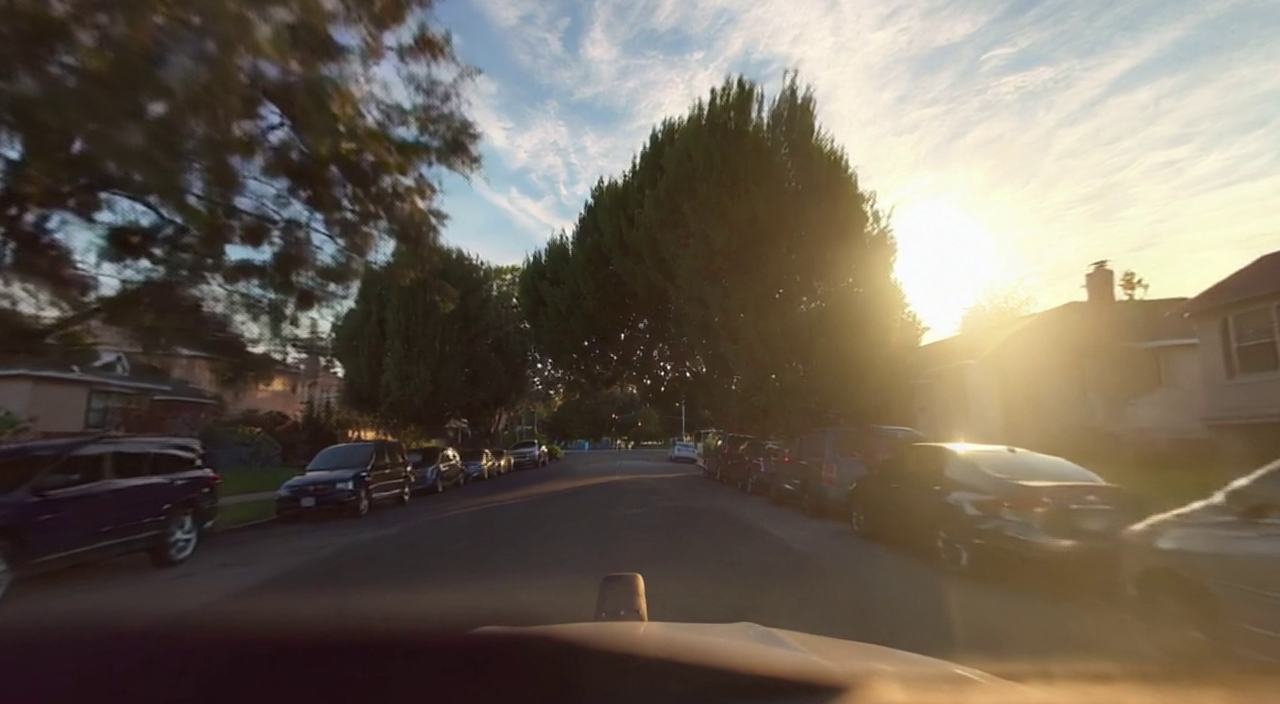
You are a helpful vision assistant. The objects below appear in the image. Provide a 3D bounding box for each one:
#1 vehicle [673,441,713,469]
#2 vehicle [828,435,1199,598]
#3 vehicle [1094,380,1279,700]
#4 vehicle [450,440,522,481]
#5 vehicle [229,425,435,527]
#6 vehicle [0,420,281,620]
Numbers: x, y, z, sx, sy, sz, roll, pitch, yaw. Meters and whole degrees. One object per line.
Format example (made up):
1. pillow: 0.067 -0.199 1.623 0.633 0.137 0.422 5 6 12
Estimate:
1. vehicle: 3.546 7.029 43.267 2.101 1.771 4.747 0 -9 -2
2. vehicle: 4.172 1.883 8.262 1.877 1.486 4.713 0 -9 -1
3. vehicle: 4.504 0.897 2.570 1.918 1.740 4.415 0 -9 -1
4. vehicle: -7.464 5.310 31.241 2.042 1.785 5.876 0 -9 0
5. vehicle: -7.189 2.948 15.798 2.195 2.023 6.055 0 -9 -1
6. vehicle: -7.100 1.874 7.874 2.162 1.846 5.426 0 -9 -1
